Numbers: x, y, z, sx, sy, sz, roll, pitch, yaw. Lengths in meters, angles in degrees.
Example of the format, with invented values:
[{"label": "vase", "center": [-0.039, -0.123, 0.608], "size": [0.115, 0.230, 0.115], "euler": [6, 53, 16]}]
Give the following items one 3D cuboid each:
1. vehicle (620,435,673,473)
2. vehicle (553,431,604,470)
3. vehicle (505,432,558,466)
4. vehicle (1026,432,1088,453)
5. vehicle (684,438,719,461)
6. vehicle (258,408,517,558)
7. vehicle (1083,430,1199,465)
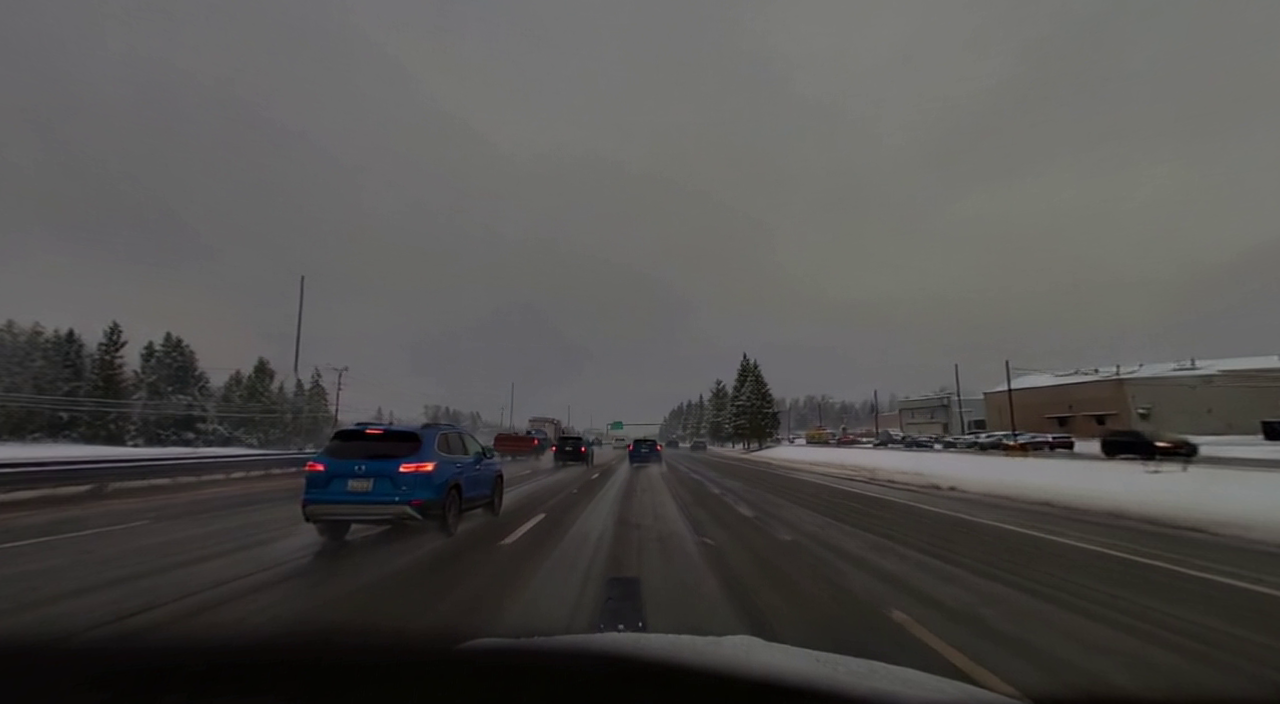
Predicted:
[{"label": "vehicle", "center": [0.271, 4.340, 26.970], "size": [2.090, 1.474, 3.970], "euler": [0, -8, 0]}, {"label": "vehicle", "center": [-2.902, 4.796, 30.846], "size": [2.007, 1.730, 4.412], "euler": [0, -8, 1]}, {"label": "vehicle", "center": [-6.193, 5.616, 36.534], "size": [2.125, 1.804, 4.864], "euler": [0, -8, 1]}, {"label": "vehicle", "center": [30.028, 6.556, 45.567], "size": [1.743, 1.467, 4.058], "euler": [0, -8, 2]}, {"label": "vehicle", "center": [4.263, 6.808, 44.257], "size": [1.980, 1.492, 4.442], "euler": [0, -8, -1]}, {"label": "vehicle", "center": [-3.311, 1.819, 9.442], "size": [1.961, 1.687, 4.453], "euler": [0, -8, 1]}, {"label": "vehicle", "center": [23.198, 4.441, 29.438], "size": [1.854, 1.463, 4.371], "euler": [0, -8, 1]}]
